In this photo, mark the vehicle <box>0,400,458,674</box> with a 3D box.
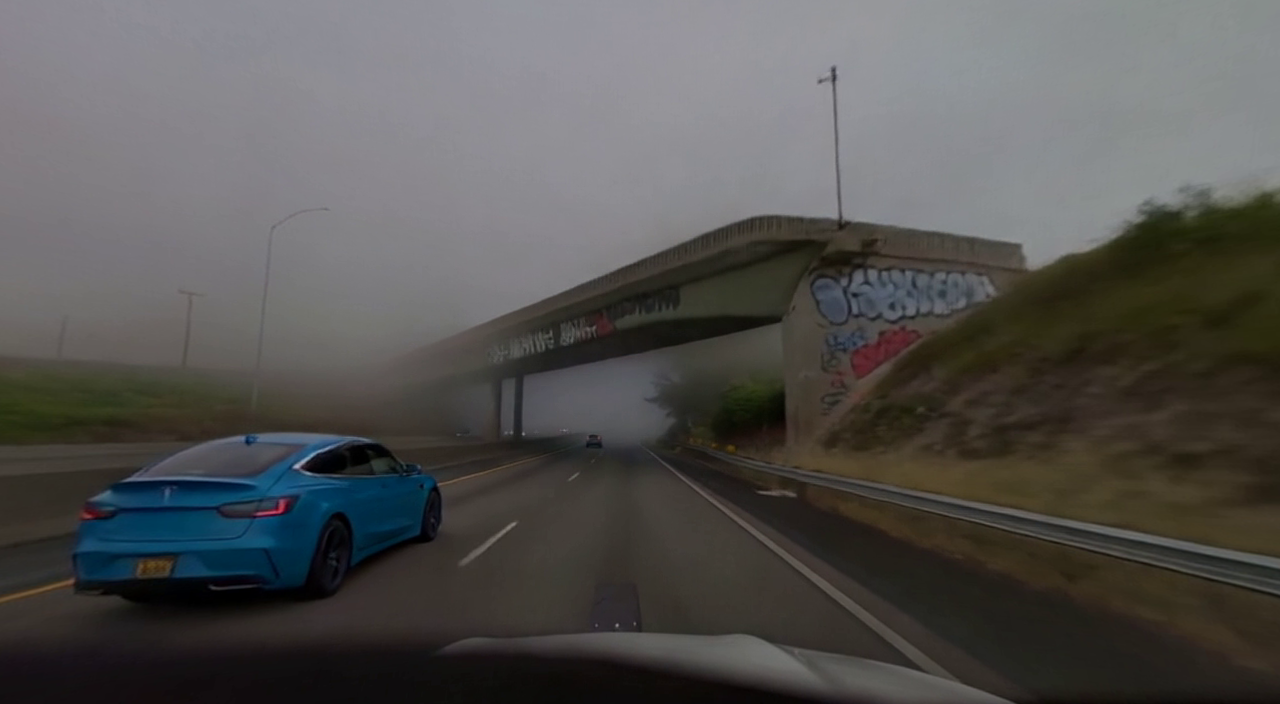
[{"bbox_3d":[-3.449,1.365,5.957,2.108,1.555,4.574,0,-8,0],"label":"vehicle"}]
